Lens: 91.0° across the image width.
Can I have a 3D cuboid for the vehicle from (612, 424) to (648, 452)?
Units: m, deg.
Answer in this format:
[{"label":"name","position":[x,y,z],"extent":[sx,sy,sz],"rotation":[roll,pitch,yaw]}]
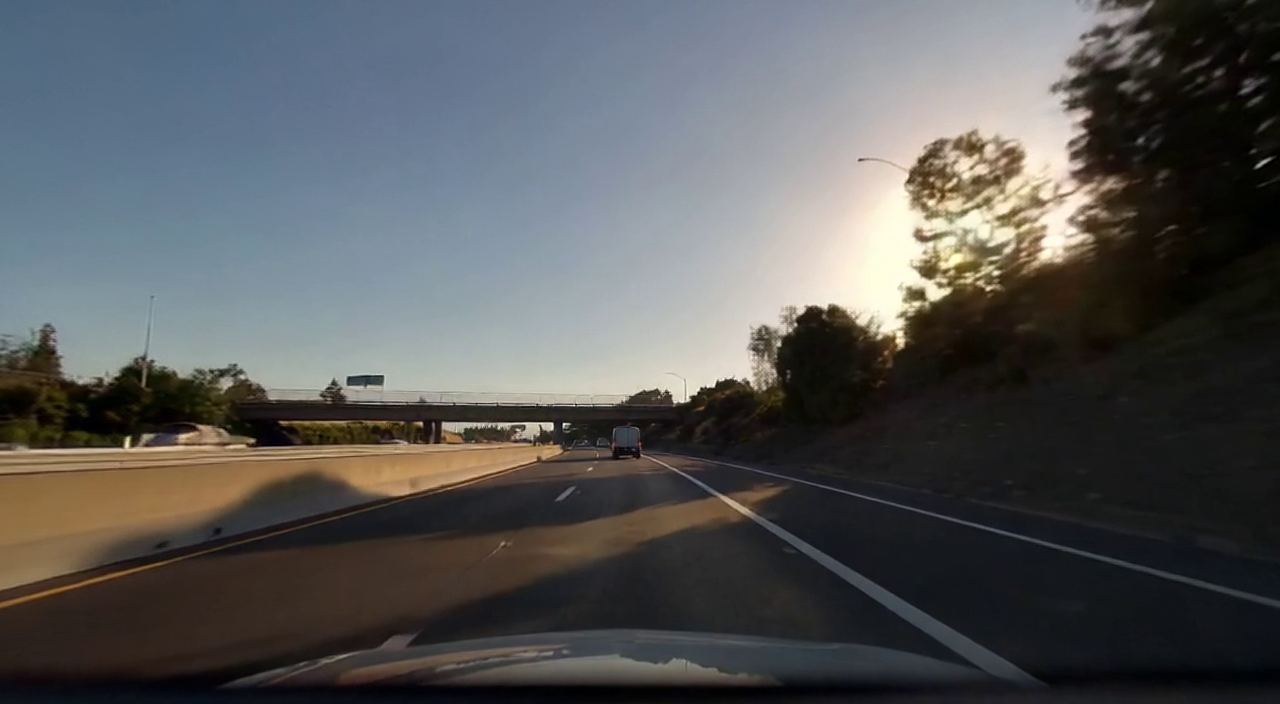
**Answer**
[{"label":"vehicle","position":[-0.706,5.506,40.076],"extent":[2.157,1.647,4.524],"rotation":[0,-8,-2]}]
